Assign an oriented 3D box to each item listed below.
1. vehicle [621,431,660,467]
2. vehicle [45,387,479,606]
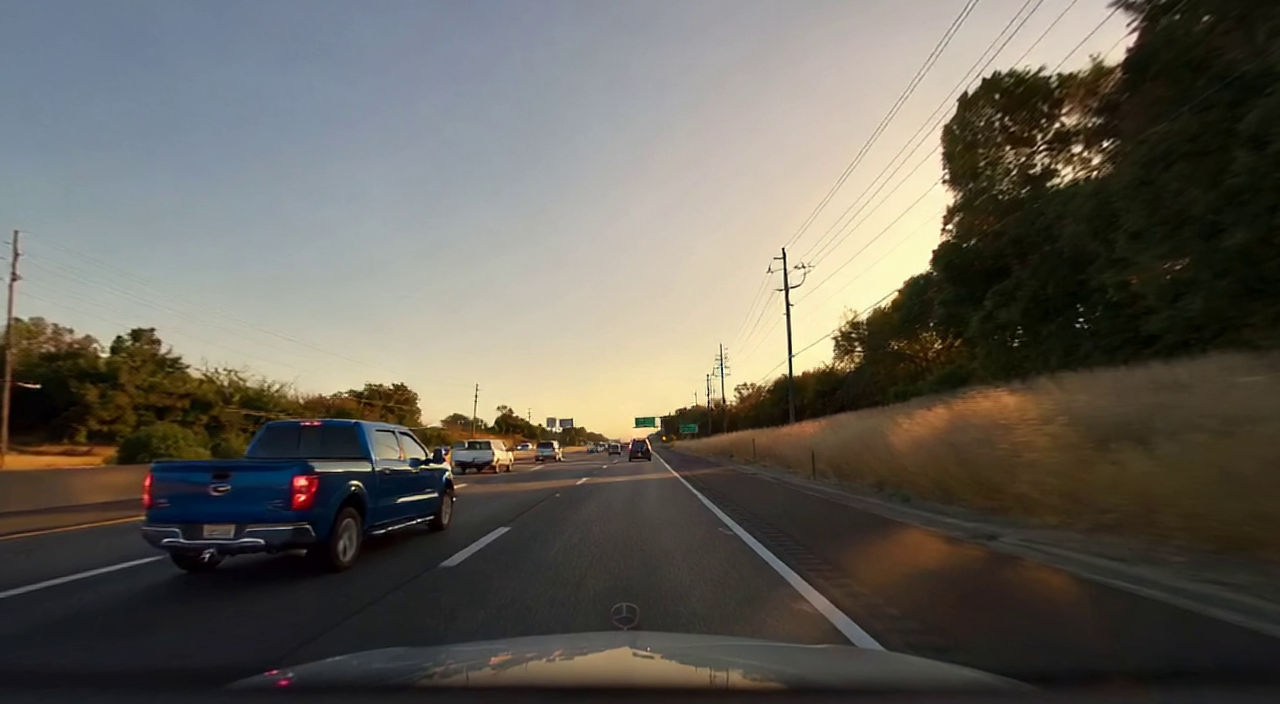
[{"bbox_3d":[-0.016,6.242,40.790,2.358,2.144,4.713,0,-8,-1],"label":"vehicle"},{"bbox_3d":[-3.825,1.586,7.964,2.204,1.812,5.289,0,-8,0],"label":"vehicle"}]
